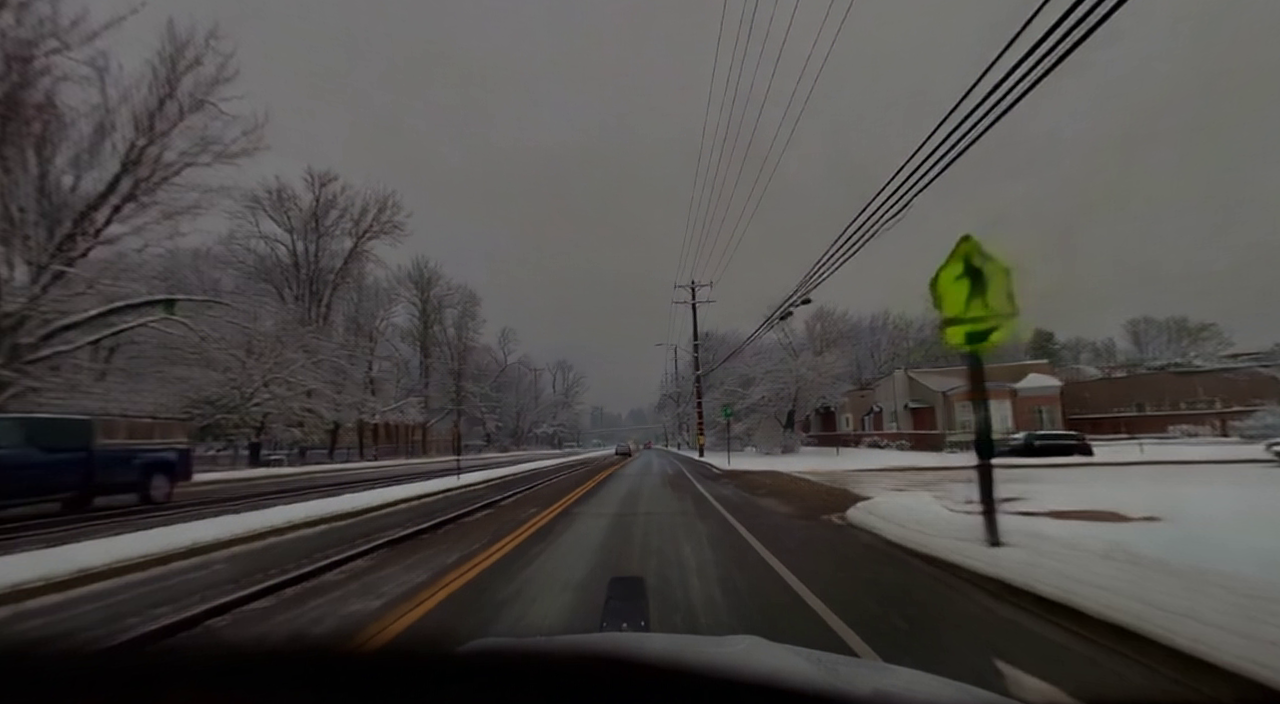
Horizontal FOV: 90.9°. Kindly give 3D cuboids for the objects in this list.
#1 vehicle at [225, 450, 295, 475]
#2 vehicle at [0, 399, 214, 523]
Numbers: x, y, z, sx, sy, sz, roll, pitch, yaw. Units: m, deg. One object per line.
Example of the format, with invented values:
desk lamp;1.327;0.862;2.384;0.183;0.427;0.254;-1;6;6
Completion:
vehicle;-24.949;7.256;41.526;1.805;1.461;4.321;0;-8;2
vehicle;-12.961;2.288;13.550;2.798;2.249;6.296;-1;-8;5
